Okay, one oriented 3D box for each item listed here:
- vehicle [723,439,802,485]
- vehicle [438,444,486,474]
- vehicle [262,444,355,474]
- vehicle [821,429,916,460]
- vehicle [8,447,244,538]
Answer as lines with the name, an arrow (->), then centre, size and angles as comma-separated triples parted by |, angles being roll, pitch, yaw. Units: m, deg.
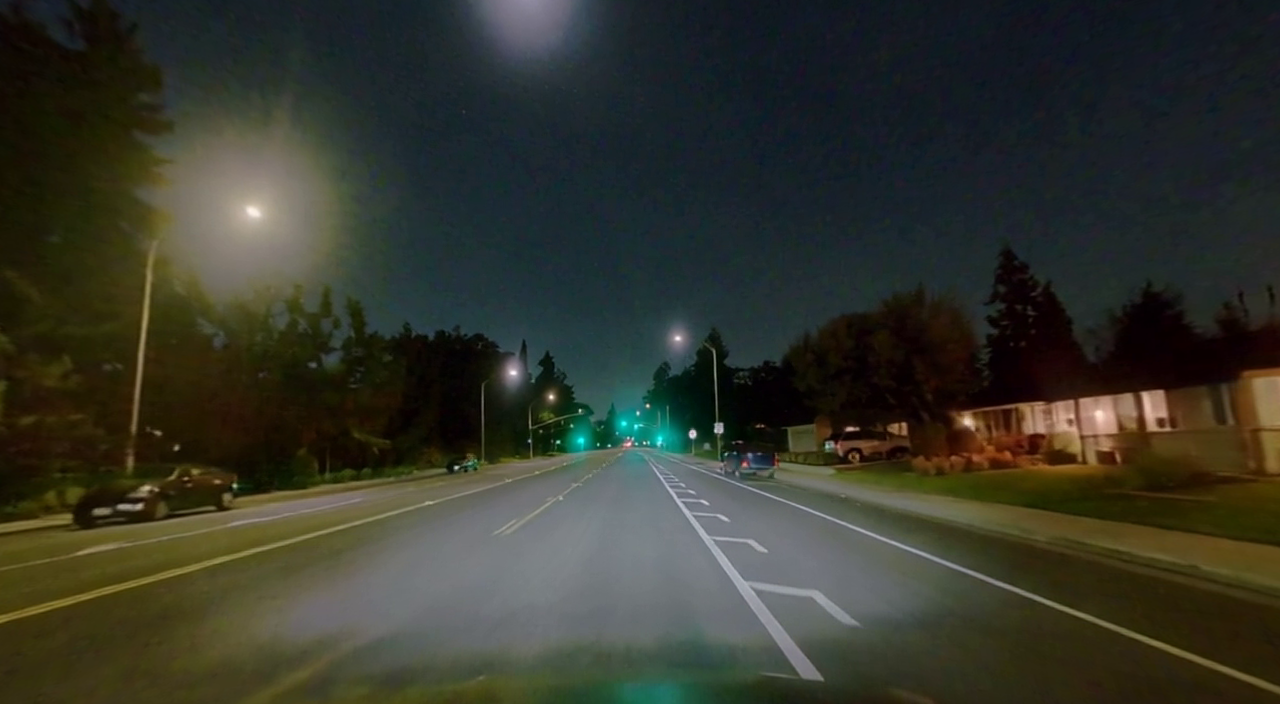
vehicle -> 4.452, 4.127, 23.824 | 2.000, 1.520, 4.943 | 0, -9, 0
vehicle -> -12.576, 7.563, 44.917 | 2.129, 1.756, 4.574 | -2, -7, 0
vehicle -> -20.623, 6.657, 39.461 | 4.615, 1.636, 2.052 | 2, -8, 4
vehicle -> 13.417, 5.461, 37.291 | 4.852, 1.760, 1.999 | 0, -9, 5
vehicle -> -12.387, 3.342, 15.808 | 2.034, 1.646, 4.808 | -4, -7, -2
